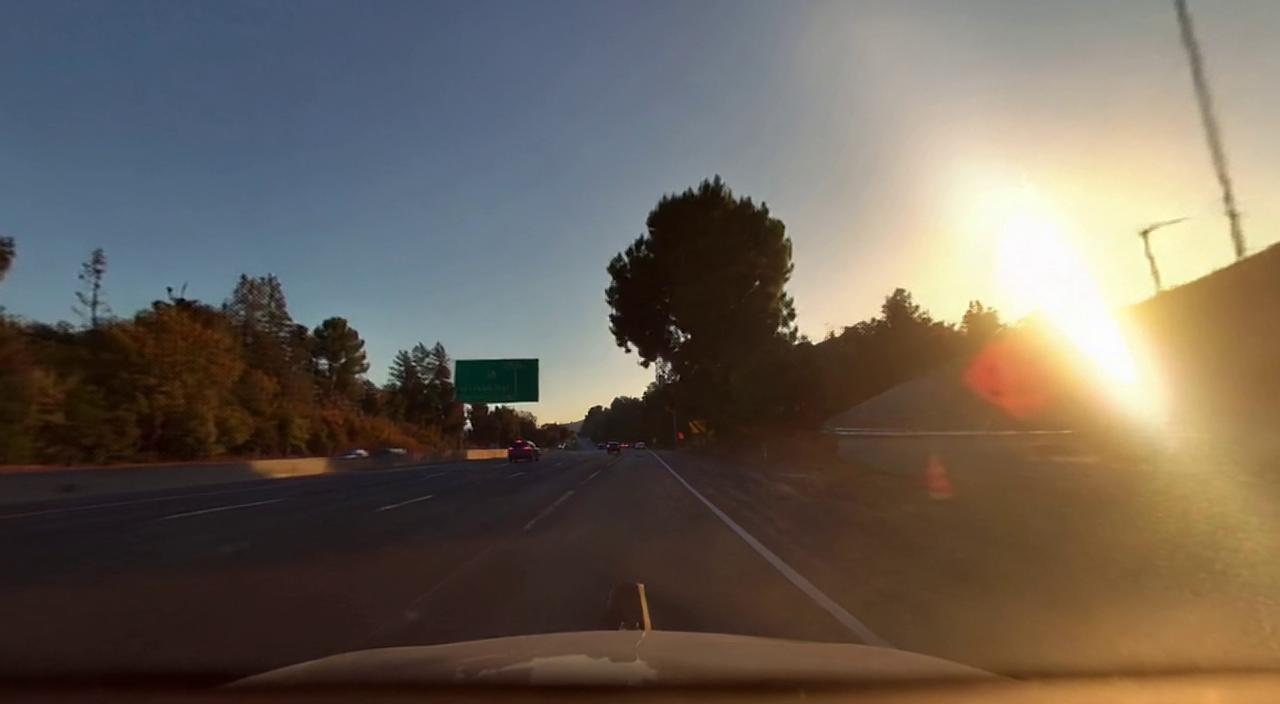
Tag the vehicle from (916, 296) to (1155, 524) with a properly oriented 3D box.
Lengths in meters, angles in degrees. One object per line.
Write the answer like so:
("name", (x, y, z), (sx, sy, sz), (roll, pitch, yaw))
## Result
("vehicle", (6.738, 1.057, 11.223), (2.397, 3.584, 2.509), (0, -8, 2))
